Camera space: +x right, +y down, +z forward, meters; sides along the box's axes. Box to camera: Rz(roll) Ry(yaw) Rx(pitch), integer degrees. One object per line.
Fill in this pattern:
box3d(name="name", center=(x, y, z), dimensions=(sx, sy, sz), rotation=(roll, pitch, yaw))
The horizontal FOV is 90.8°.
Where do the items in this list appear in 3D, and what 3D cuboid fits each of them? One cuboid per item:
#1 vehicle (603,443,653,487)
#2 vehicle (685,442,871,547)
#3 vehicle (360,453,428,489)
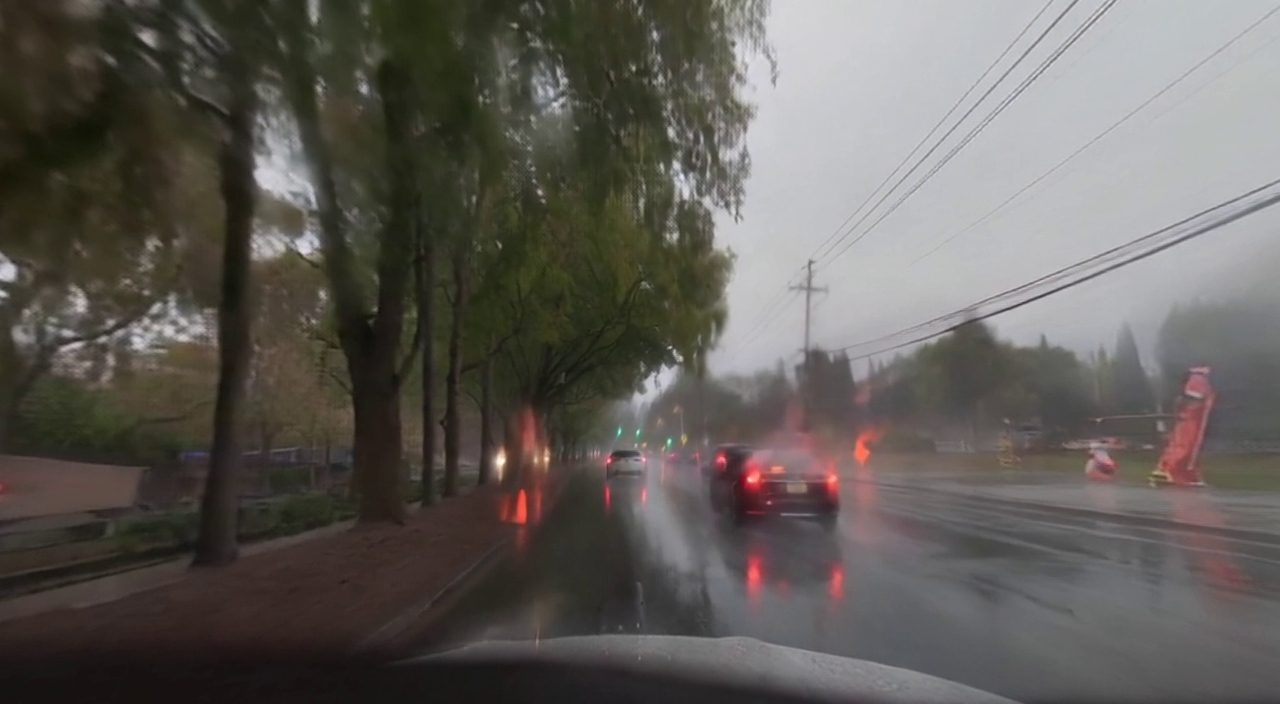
box3d(name="vehicle", center=(-0.491, 4.885, 27.726), dimensions=(2.050, 1.745, 3.915), rotation=(-1, -9, 0))
box3d(name="vehicle", center=(2.164, 2.391, 11.404), dimensions=(1.977, 1.460, 4.565), rotation=(0, -9, -5))
box3d(name="vehicle", center=(-12.532, 6.050, 32.521), dimensions=(1.871, 1.639, 4.289), rotation=(0, -9, -1))
